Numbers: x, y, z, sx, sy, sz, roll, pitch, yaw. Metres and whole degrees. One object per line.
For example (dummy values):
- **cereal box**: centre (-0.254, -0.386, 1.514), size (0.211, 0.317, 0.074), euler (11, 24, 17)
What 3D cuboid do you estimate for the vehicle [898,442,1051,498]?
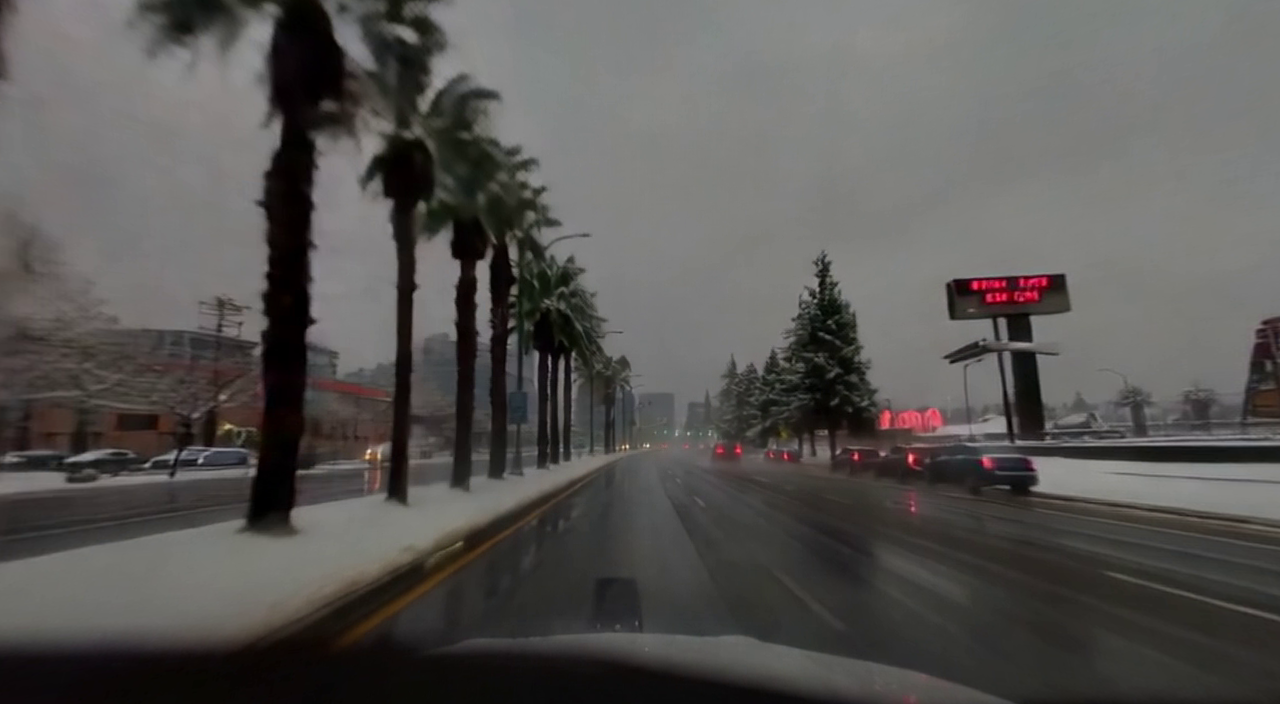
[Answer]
- **vehicle**: centre (10.286, 3.640, 19.896), size (2.086, 1.545, 4.645), euler (0, -8, -3)

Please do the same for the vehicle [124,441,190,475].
- **vehicle**: centre (-37.263, 8.104, 48.483), size (6.188, 2.494, 2.424), euler (-7, -11, 39)

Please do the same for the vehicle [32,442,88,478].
- **vehicle**: centre (-43.129, 7.961, 46.713), size (5.843, 2.364, 2.352), euler (-7, -11, 42)

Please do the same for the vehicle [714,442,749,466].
- **vehicle**: centre (6.823, 7.635, 47.362), size (2.000, 1.717, 4.101), euler (0, -8, 0)

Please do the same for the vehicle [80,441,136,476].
- **vehicle**: centre (-39.995, 7.935, 47.236), size (5.579, 2.458, 2.324), euler (-8, -11, 42)

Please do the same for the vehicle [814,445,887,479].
- **vehicle**: centre (10.109, 5.301, 30.682), size (1.875, 1.491, 4.780), euler (0, -8, 0)

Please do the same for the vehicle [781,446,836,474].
- **vehicle**: centre (10.178, 6.529, 38.305), size (1.950, 1.410, 4.642), euler (0, -7, -1)
